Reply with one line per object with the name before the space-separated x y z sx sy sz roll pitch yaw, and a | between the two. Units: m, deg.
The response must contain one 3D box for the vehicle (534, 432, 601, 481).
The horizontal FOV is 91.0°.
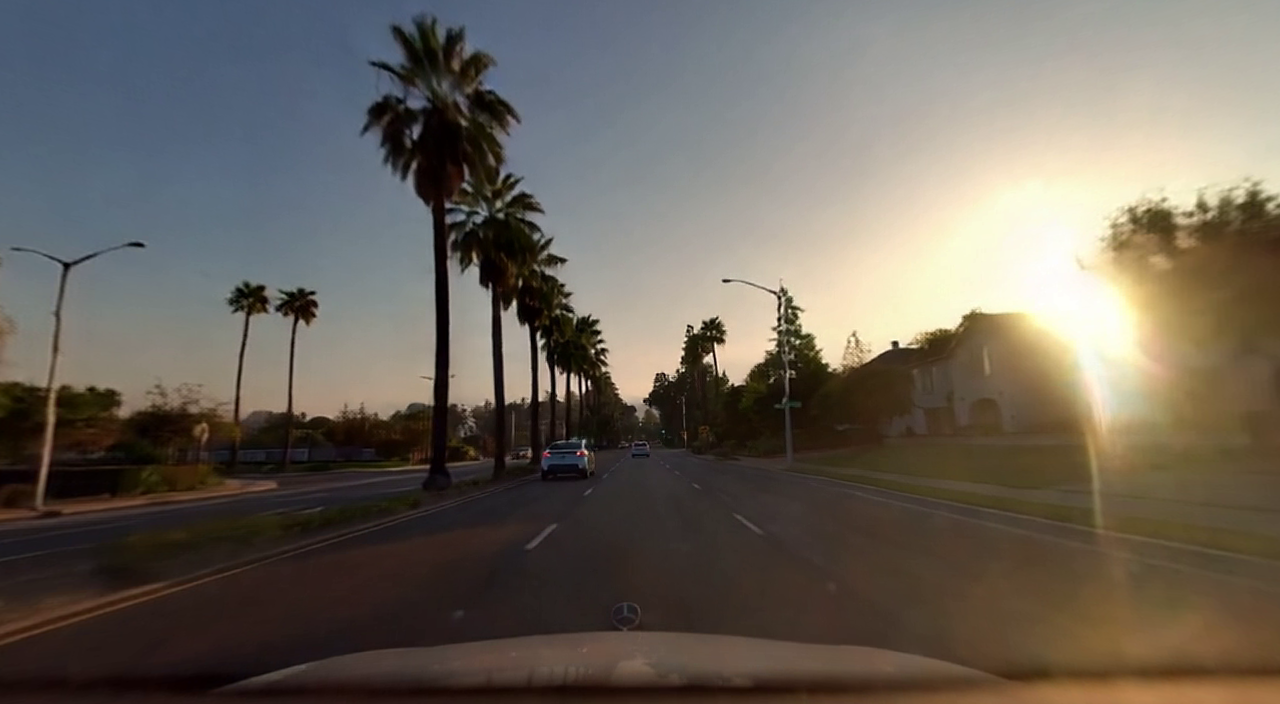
vehicle | -3.158 4.768 28.908 2.370 1.968 5.698 0 -9 0
